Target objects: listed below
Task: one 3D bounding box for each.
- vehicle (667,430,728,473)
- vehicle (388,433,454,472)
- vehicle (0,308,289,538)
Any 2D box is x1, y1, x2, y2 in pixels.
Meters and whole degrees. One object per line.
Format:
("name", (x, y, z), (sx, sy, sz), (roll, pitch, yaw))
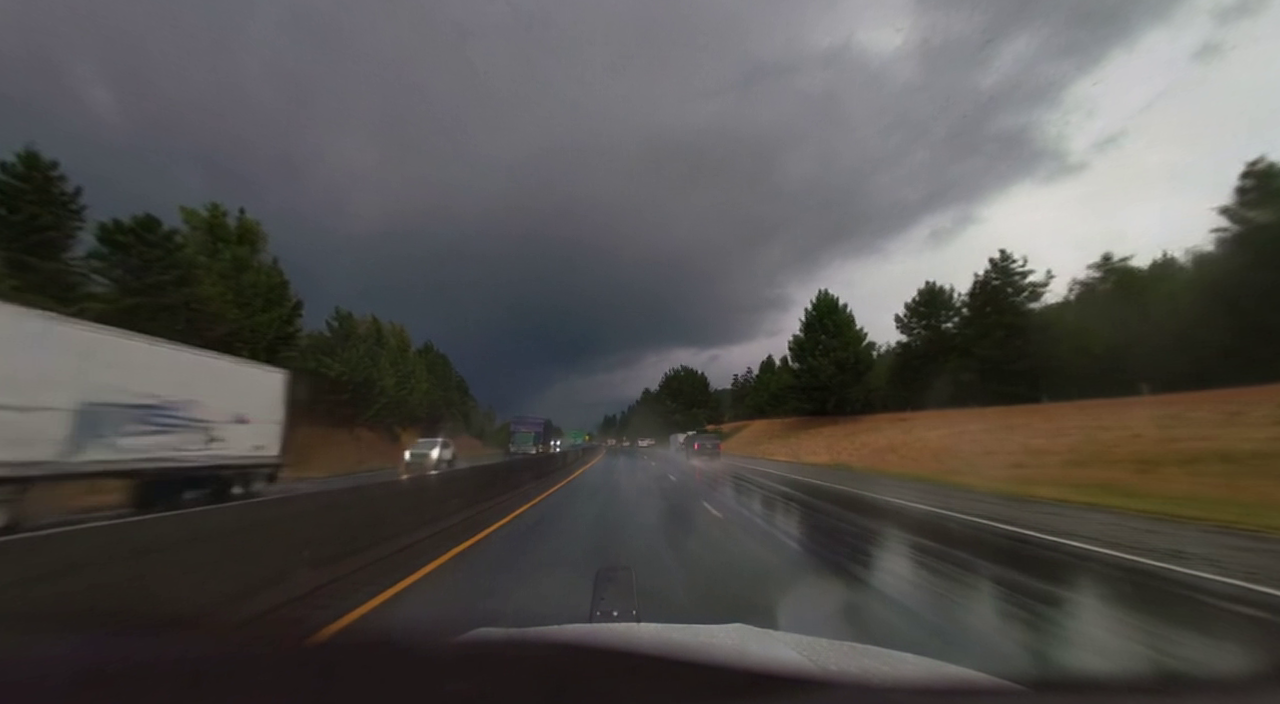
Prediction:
("vehicle", (2.399, 4.271, 27.252), (2.043, 1.673, 4.016), (0, -8, -3))
("vehicle", (-12.354, 5.687, 35.951), (2.140, 2.010, 5.163), (0, -8, -3))
("vehicle", (-11.994, 1.651, 13.727), (2.762, 3.746, 10.715), (0, -8, -2))
